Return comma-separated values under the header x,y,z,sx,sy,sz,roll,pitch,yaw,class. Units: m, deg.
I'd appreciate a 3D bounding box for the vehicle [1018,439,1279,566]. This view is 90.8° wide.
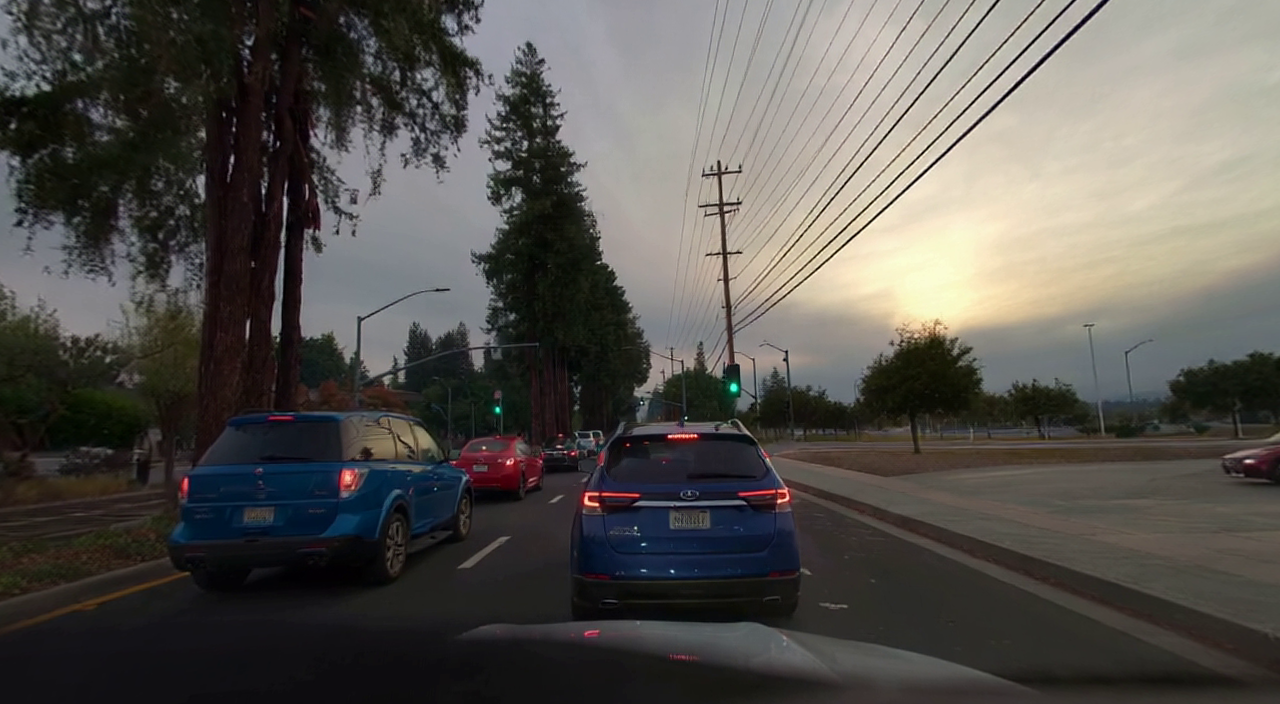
x,y,z,sx,sy,sz,roll,pitch,yaw,class
8.378,2.153,9.933,1.993,1.508,4.521,0,-9,-1,vehicle

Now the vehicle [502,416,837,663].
x,y,z,sx,sy,sz,roll,pitch,yaw,class
0.113,1.448,5.954,2.056,1.487,4.003,0,-9,-2,vehicle

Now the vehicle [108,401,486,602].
x,y,z,sx,sy,sz,roll,pitch,yaw,class
-3.477,1.607,7.648,2.105,1.706,4.337,0,-9,0,vehicle
